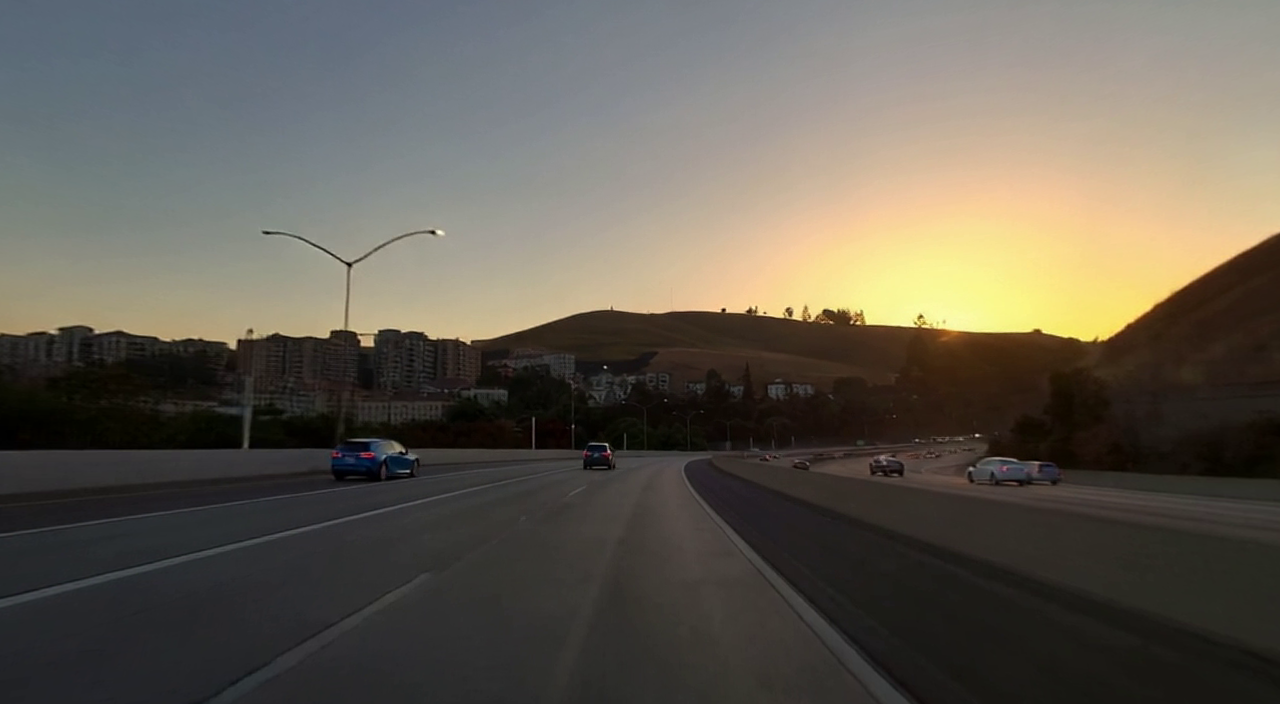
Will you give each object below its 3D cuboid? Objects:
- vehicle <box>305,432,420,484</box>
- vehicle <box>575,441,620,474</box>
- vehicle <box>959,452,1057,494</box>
[{"bbox_3d":[-10.285,3.958,23.850,2.039,1.746,4.528,-1,-8,3],"label":"vehicle"},{"bbox_3d":[-2.421,6.152,36.968,2.028,1.782,4.150,-1,-8,4],"label":"vehicle"},{"bbox_3d":[15.517,5.095,26.897,1.786,1.559,4.496,-1,-8,6],"label":"vehicle"}]
